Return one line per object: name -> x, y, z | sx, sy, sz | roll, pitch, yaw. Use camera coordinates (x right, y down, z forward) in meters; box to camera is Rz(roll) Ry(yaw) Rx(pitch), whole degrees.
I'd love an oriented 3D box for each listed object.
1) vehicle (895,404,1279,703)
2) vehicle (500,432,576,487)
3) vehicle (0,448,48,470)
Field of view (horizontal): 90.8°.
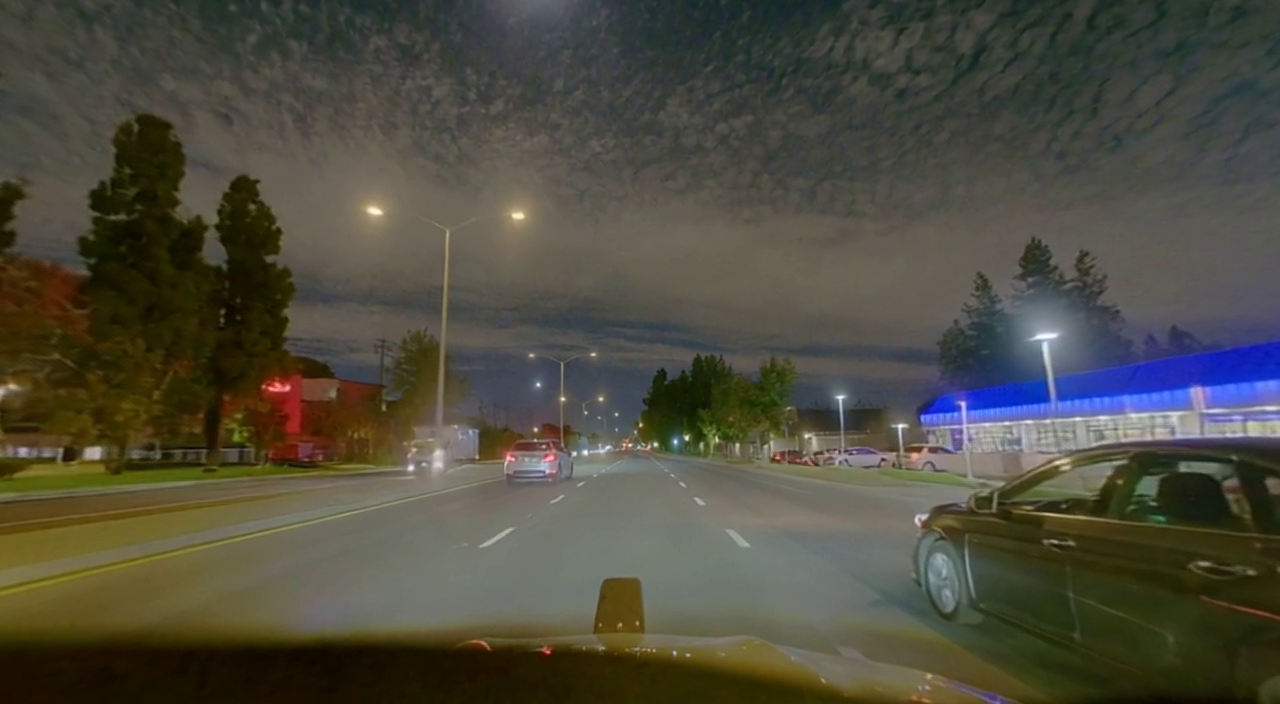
vehicle -> 3.326, 1.100, 3.278 | 1.975, 1.502, 4.787 | 0, -9, 0
vehicle -> -3.641, 3.940, 23.446 | 1.997, 1.806, 4.500 | 0, -9, 1
vehicle -> -46.379, 7.802, 45.965 | 1.808, 1.561, 4.918 | 0, -10, -1
